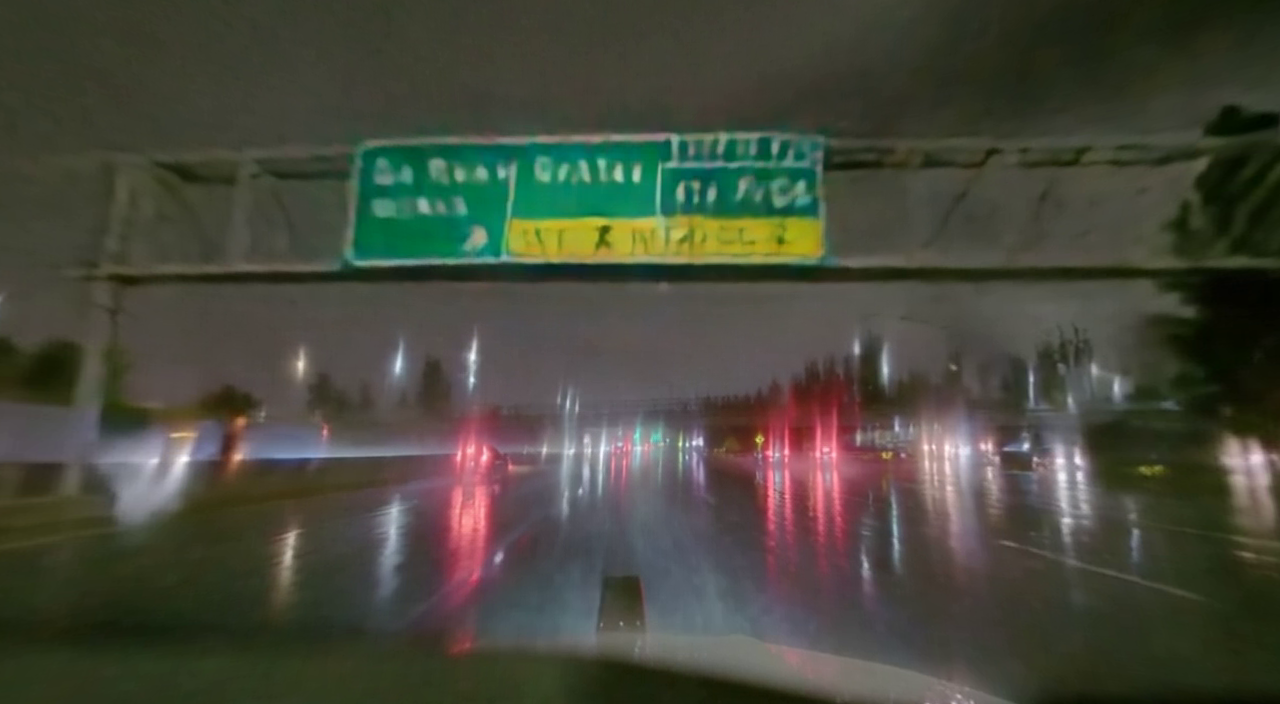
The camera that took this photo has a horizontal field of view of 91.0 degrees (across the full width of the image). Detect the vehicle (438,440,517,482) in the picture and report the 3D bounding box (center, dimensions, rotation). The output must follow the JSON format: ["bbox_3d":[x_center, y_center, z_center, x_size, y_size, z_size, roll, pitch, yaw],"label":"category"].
[{"bbox_3d":[-6.443,4.349,25.454,1.985,1.513,4.172,0,-8,1],"label":"vehicle"}]

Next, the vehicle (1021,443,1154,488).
[{"bbox_3d":[17.810,4.490,25.386,2.012,1.601,4.565,0,-8,0],"label":"vehicle"}]
